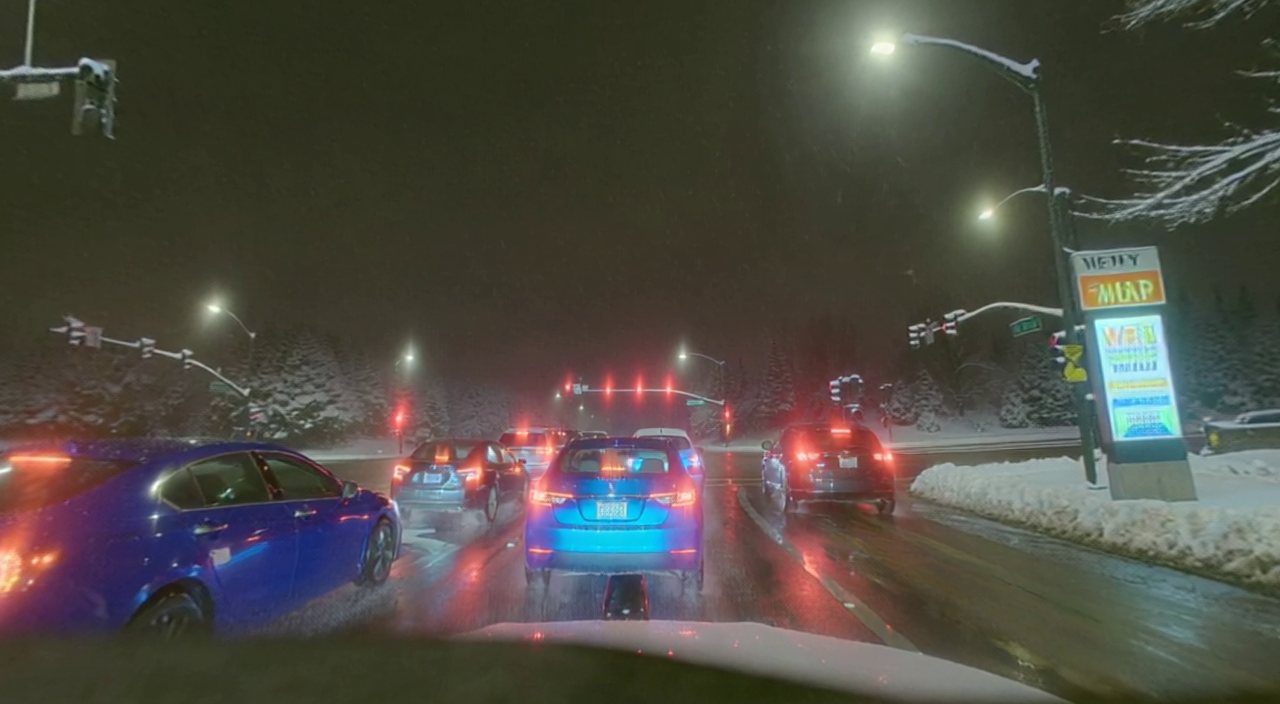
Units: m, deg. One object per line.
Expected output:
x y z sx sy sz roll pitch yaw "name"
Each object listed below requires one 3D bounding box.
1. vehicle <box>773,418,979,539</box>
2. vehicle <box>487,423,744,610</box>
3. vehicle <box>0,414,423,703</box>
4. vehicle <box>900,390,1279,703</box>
3.767 2.095 11.007 2.007 1.683 4.171 0 -8 1 "vehicle"
-0.184 1.623 7.128 2.059 1.477 3.988 0 -8 1 "vehicle"
-3.409 1.301 4.717 1.980 1.454 4.226 0 -8 1 "vehicle"
3.430 1.092 3.693 1.981 1.499 4.536 0 -8 2 "vehicle"
